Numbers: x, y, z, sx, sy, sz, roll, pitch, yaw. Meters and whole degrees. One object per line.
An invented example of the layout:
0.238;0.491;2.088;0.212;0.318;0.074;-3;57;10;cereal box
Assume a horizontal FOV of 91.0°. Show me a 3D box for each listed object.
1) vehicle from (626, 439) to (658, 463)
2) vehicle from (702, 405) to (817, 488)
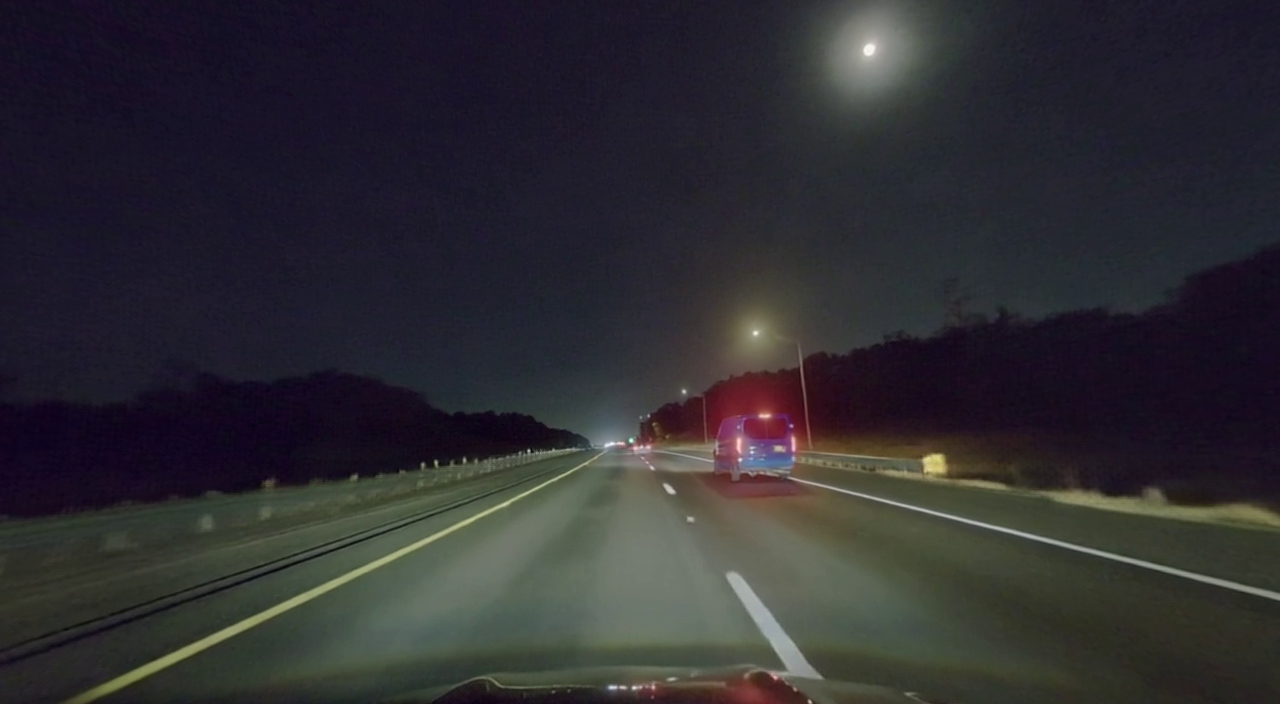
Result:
0.119;6.619;42.287;2.005;1.466;3.739;-1;-8;0;vehicle
3.272;2.728;18.338;2.269;2.048;4.679;0;-8;-2;vehicle
